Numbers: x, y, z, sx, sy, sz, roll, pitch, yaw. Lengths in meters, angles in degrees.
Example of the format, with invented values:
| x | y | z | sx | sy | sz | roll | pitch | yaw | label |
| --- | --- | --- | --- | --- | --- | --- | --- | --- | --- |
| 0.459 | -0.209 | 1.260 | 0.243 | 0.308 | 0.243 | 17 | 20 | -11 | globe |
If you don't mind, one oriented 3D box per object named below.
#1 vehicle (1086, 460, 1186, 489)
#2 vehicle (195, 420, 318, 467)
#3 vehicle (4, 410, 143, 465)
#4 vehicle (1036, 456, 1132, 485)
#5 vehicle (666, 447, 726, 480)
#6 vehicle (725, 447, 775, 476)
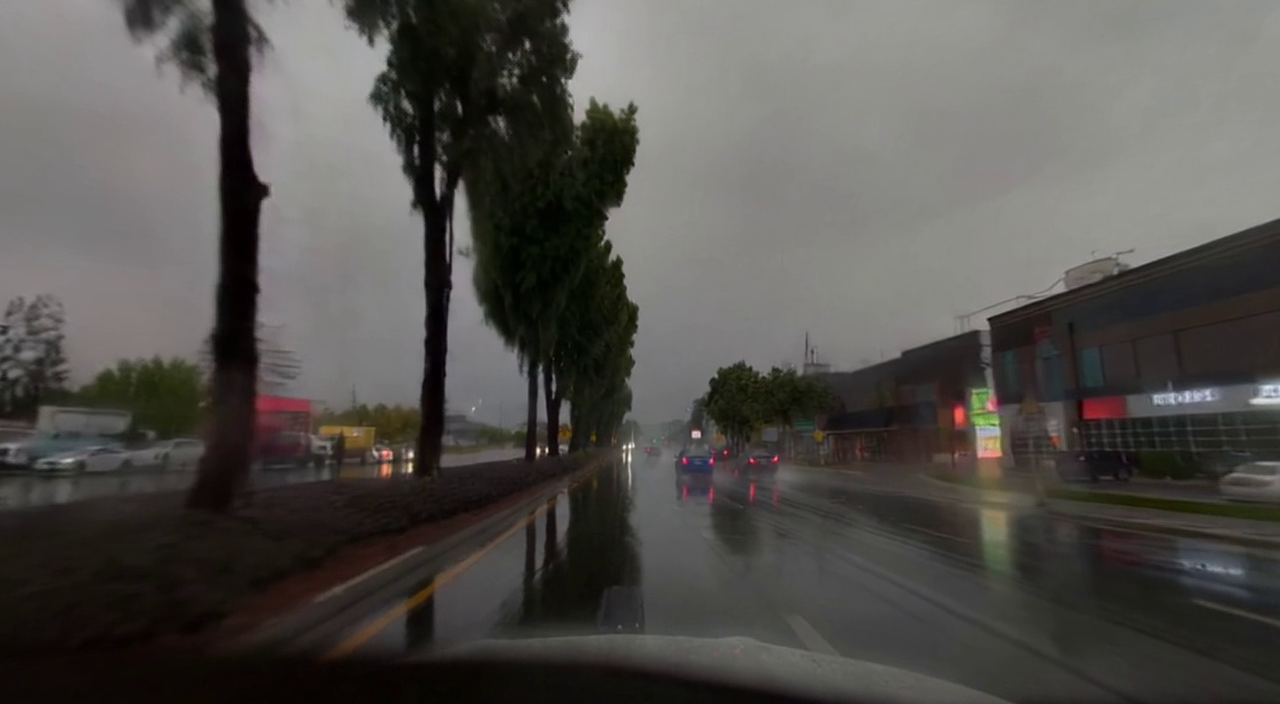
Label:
| x | y | z | sx | sy | sz | roll | pitch | yaw | label |
| --- | --- | --- | --- | --- | --- | --- | --- | --- | --- |
| 27.311 | 6.709 | 34.661 | 4.390 | 1.474 | 1.851 | 2 | -9 | -13 | vehicle |
| -27.358 | 6.606 | 45.272 | 6.822 | 3.138 | 2.979 | 3 | -9 | -17 | vehicle |
| -34.015 | 5.268 | 38.223 | 2.858 | 2.981 | 6.850 | 2 | -9 | -11 | vehicle |
| 26.692 | 7.095 | 37.853 | 4.586 | 1.665 | 1.968 | 2 | -9 | -11 | vehicle |
| 2.580 | 5.256 | 29.923 | 2.256 | 1.451 | 4.313 | 1 | -9 | -3 | vehicle |
| 6.107 | 6.132 | 35.460 | 1.886 | 1.528 | 4.169 | 1 | -9 | -3 | vehicle |
